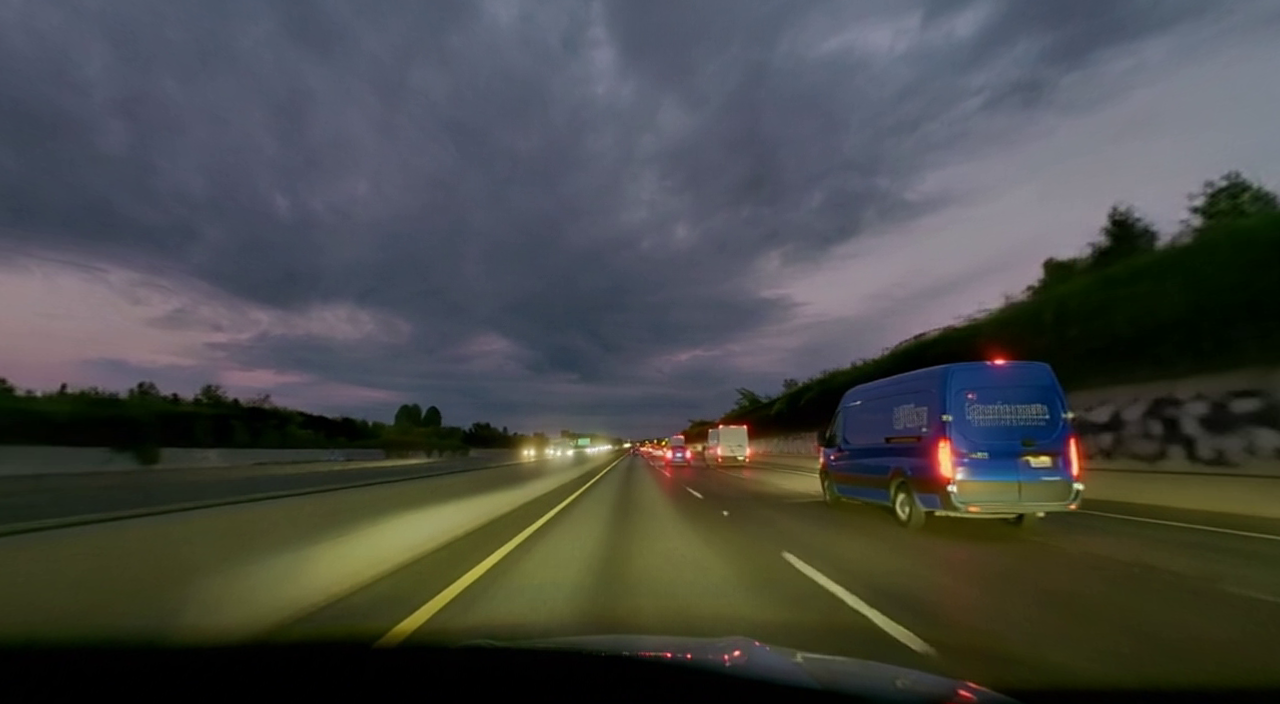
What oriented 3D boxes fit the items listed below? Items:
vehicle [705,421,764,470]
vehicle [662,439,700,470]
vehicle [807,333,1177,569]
[{"bbox_3d":[6.596,6.740,45.230,2.761,3.225,7.624,0,-9,-2],"label":"vehicle"},{"bbox_3d":[2.692,6.916,42.491,2.007,1.943,5.010,0,-9,-2],"label":"vehicle"},{"bbox_3d":[4.709,1.521,9.964,2.283,2.631,5.719,0,-9,-2],"label":"vehicle"}]
